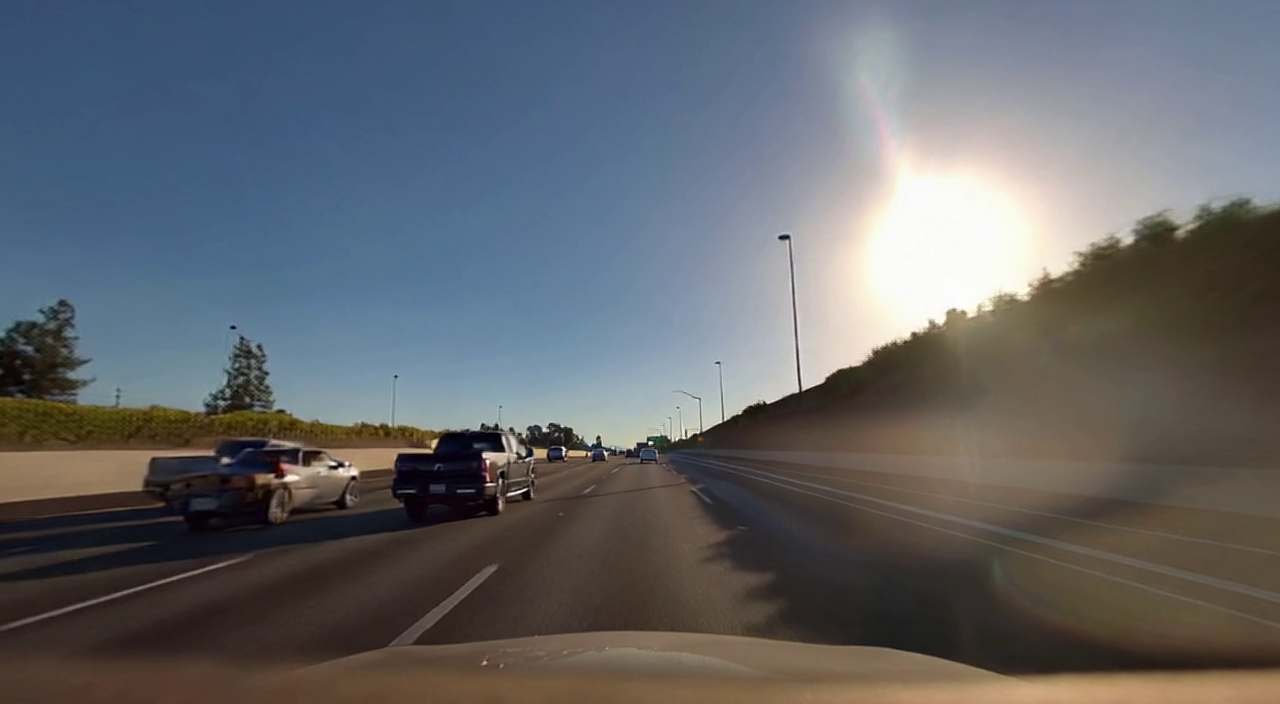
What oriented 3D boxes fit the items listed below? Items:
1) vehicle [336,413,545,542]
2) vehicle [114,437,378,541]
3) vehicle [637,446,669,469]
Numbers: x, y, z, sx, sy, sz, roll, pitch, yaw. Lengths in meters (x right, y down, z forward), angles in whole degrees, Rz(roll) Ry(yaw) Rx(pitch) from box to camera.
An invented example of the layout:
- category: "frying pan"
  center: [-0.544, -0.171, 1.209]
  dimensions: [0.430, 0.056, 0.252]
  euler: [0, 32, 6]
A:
- category: "vehicle"
  center: [-3.172, 2.127, 11.339]
  dimensions: [2.124, 1.787, 4.830]
  euler: [0, -9, 0]
- category: "vehicle"
  center: [-6.590, 2.302, 11.293]
  dimensions: [1.887, 1.475, 4.316]
  euler: [0, -9, 1]
- category: "vehicle"
  center: [0.836, 7.017, 42.174]
  dimensions: [2.073, 1.480, 4.343]
  euler: [0, -9, 0]
